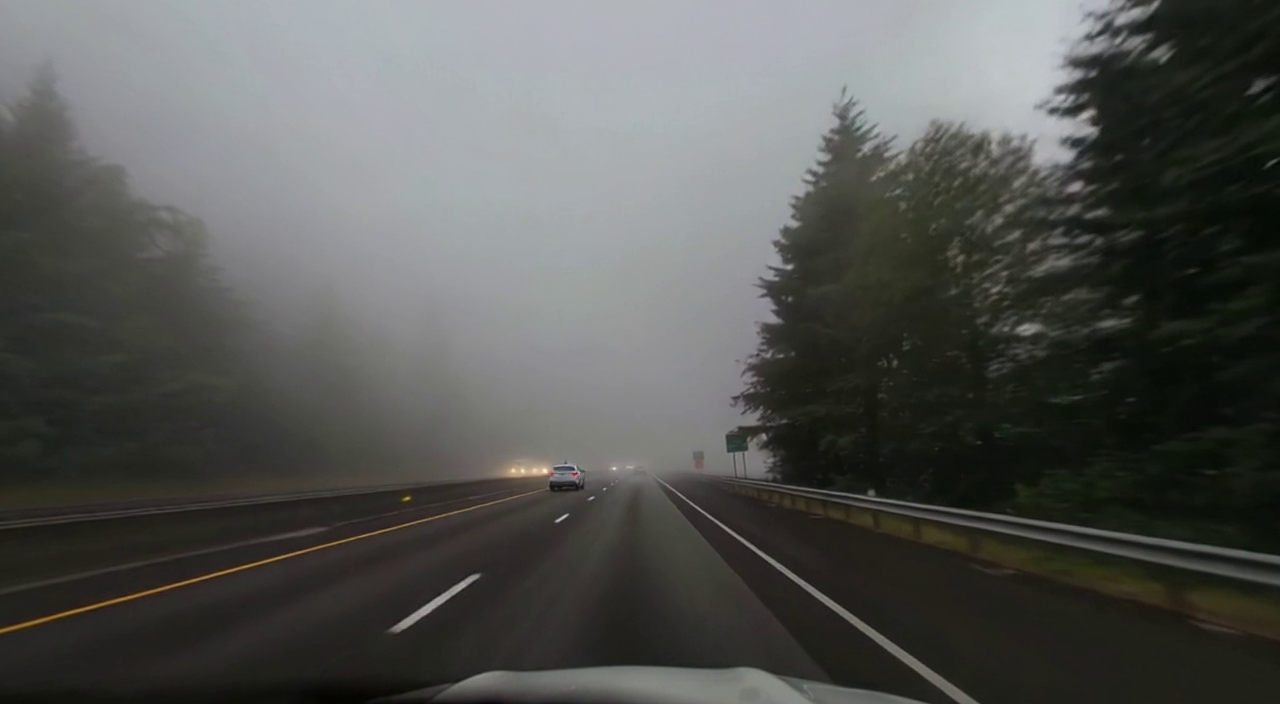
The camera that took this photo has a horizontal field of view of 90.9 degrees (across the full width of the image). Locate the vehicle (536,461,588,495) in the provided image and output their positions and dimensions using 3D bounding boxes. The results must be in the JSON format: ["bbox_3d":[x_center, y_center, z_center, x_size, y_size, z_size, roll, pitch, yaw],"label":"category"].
[{"bbox_3d":[-3.945,6.478,32.540,2.180,1.618,4.219,1,-10,-1],"label":"vehicle"}]
